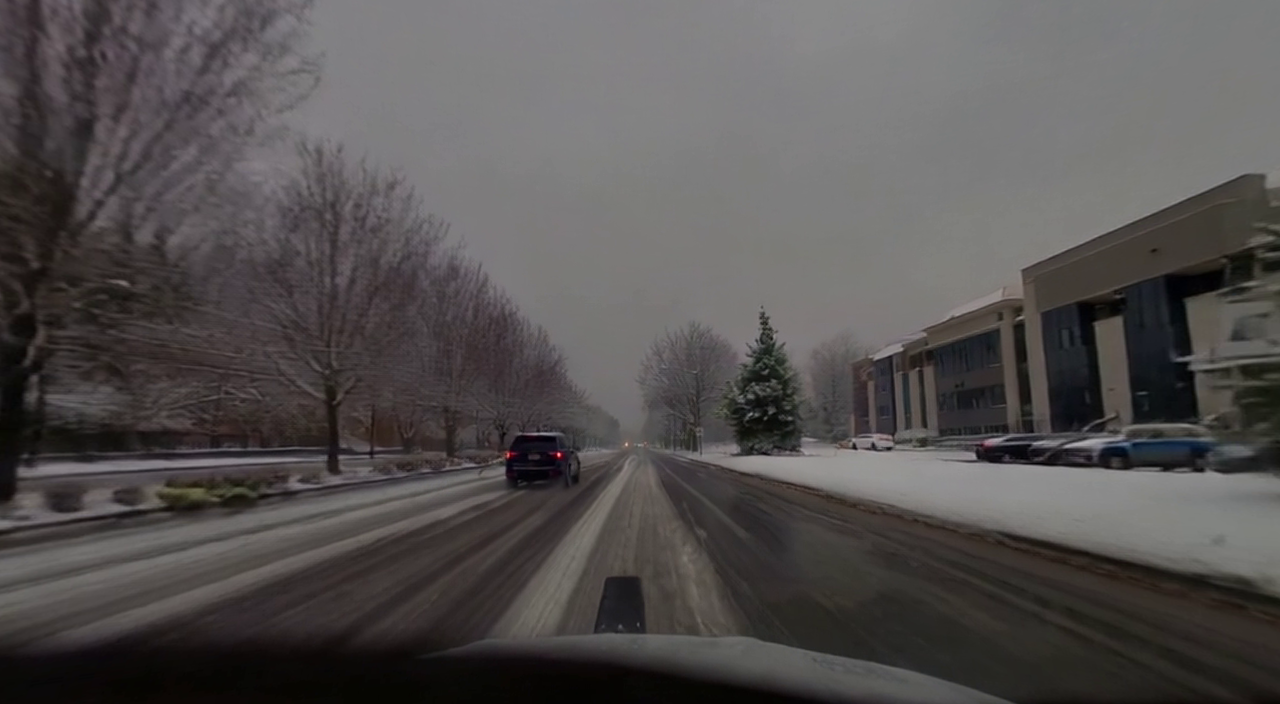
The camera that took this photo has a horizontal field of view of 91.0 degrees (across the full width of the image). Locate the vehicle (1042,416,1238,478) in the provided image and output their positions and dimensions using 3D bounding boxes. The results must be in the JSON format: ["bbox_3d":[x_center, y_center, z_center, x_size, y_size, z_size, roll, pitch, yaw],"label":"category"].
[{"bbox_3d":[17.411,3.313,22.137,4.929,1.875,2.154,-2,-8,0],"label":"vehicle"}]

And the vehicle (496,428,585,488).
[{"bbox_3d":[-3.165,3.505,21.072,2.112,1.779,4.489,0,-8,2],"label":"vehicle"}]
